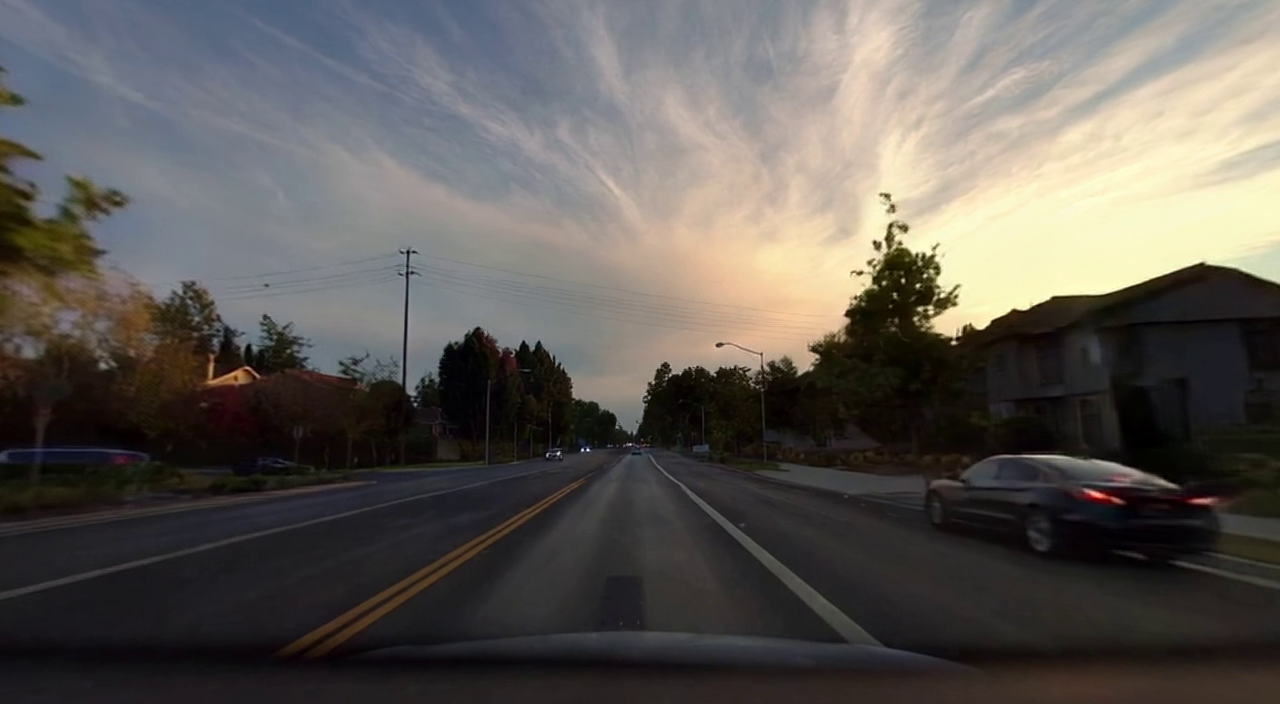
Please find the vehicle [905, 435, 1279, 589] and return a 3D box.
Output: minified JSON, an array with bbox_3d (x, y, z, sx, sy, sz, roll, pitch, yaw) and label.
[{"bbox_3d":[6.018,2.070,9.081,2.282,1.566,4.705,-1,-9,-1],"label":"vehicle"}]
